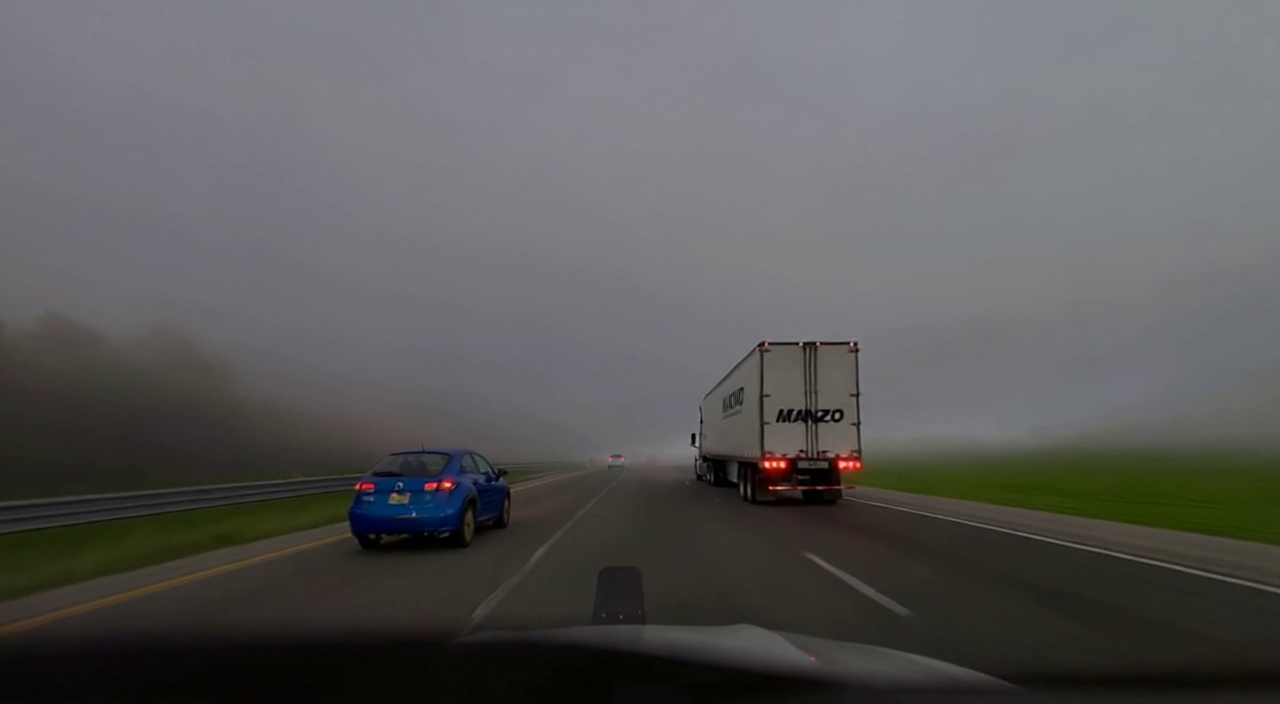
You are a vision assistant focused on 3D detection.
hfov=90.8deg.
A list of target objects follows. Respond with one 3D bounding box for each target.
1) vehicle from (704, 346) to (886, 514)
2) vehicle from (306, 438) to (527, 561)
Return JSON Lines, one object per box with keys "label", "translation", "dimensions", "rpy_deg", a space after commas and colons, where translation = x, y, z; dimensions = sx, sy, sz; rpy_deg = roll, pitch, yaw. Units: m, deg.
{"label": "vehicle", "translation": [4.402, 2.906, 22.124], "dimensions": [2.832, 4.034, 13.924], "rpy_deg": [0, -9, 0]}
{"label": "vehicle", "translation": [-3.228, 2.207, 10.202], "dimensions": [1.945, 1.537, 4.294], "rpy_deg": [0, -9, 1]}
